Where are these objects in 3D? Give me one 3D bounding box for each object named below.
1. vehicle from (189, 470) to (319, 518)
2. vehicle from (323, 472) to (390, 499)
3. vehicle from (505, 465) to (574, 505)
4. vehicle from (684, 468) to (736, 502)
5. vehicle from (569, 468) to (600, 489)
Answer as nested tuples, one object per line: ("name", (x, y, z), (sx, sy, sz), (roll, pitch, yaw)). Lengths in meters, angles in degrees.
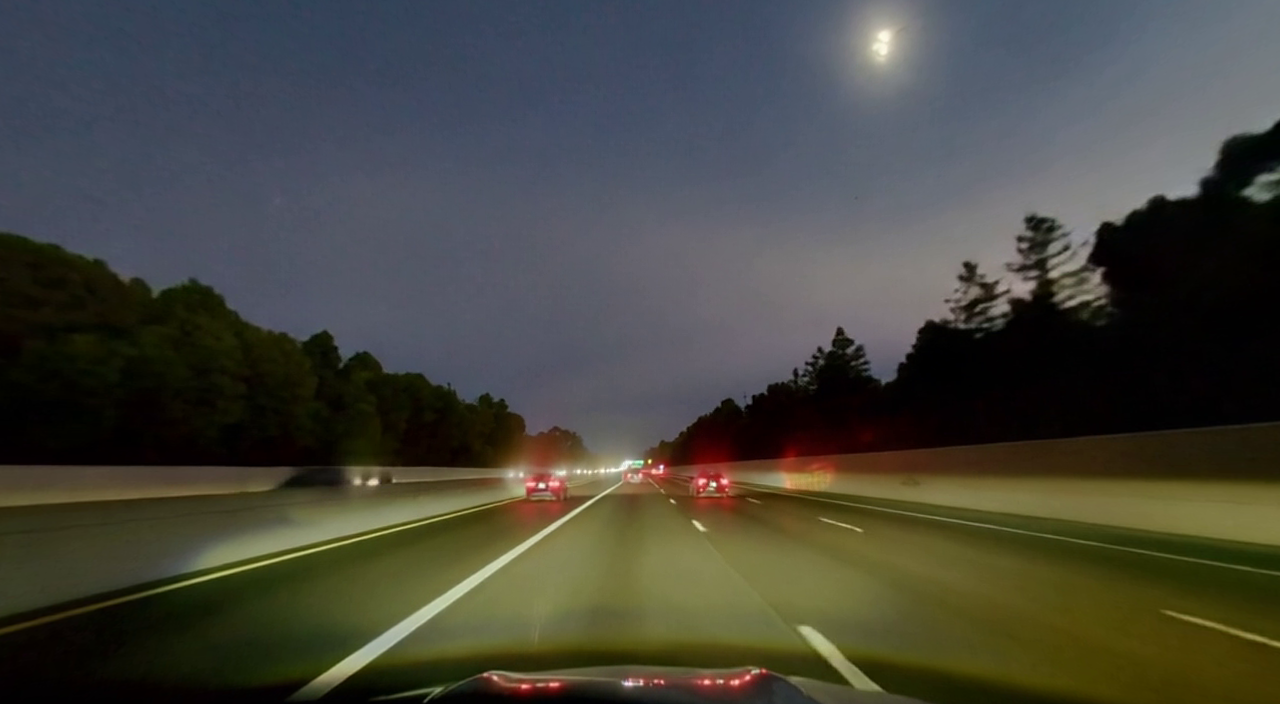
("vehicle", (-12.638, 4.650, 20.968), (1.763, 1.412, 4.029), (1, -11, 0))
("vehicle", (-16.914, 7.987, 37.871), (1.893, 1.458, 4.576), (1, -11, 0))
("vehicle", (-3.981, 5.416, 25.925), (2.004, 1.468, 4.812), (0, -11, 0))
("vehicle", (3.333, 6.438, 30.762), (1.981, 1.516, 4.109), (1, -11, -1))
("vehicle", (-4.156, 9.585, 47.866), (2.000, 1.484, 3.995), (1, -11, -1))
